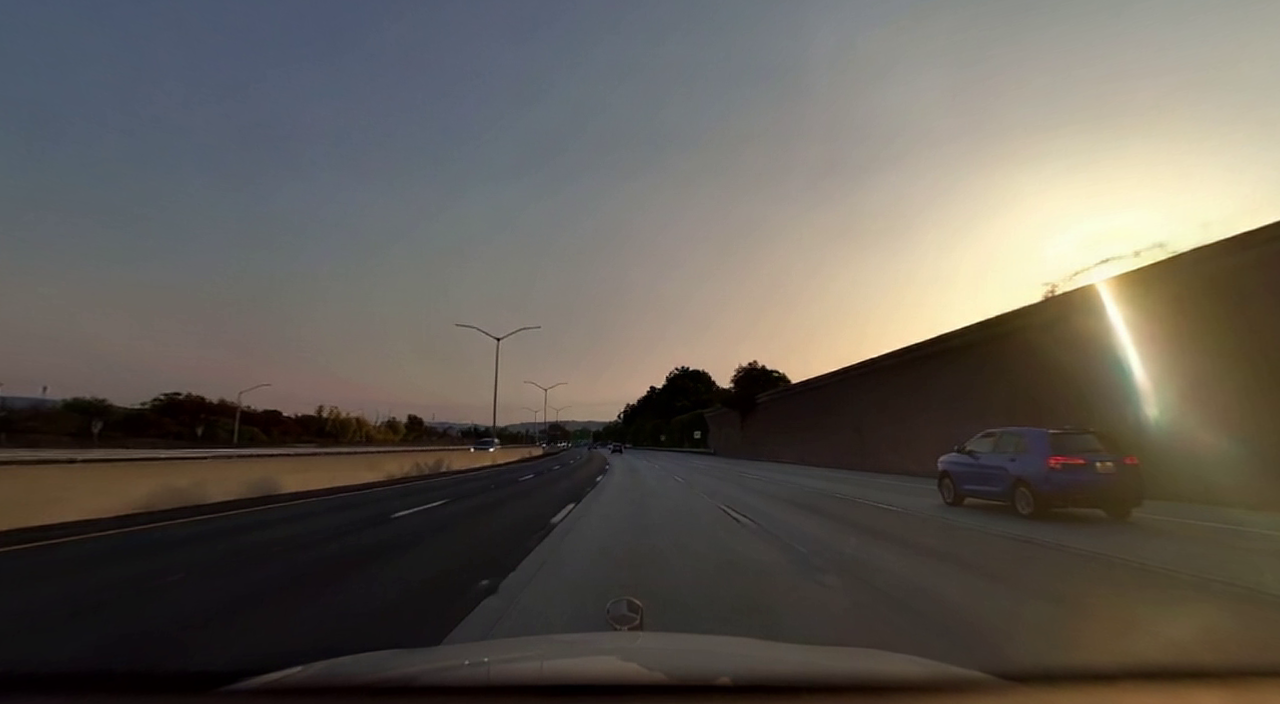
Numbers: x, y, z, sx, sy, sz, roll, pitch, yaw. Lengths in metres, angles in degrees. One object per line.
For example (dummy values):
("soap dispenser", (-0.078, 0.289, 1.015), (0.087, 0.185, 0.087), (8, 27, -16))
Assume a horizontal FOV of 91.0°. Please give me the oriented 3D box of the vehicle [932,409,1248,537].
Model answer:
("vehicle", (7.149, 1.973, 10.808), (2.091, 1.711, 4.383), (0, -9, -1))
